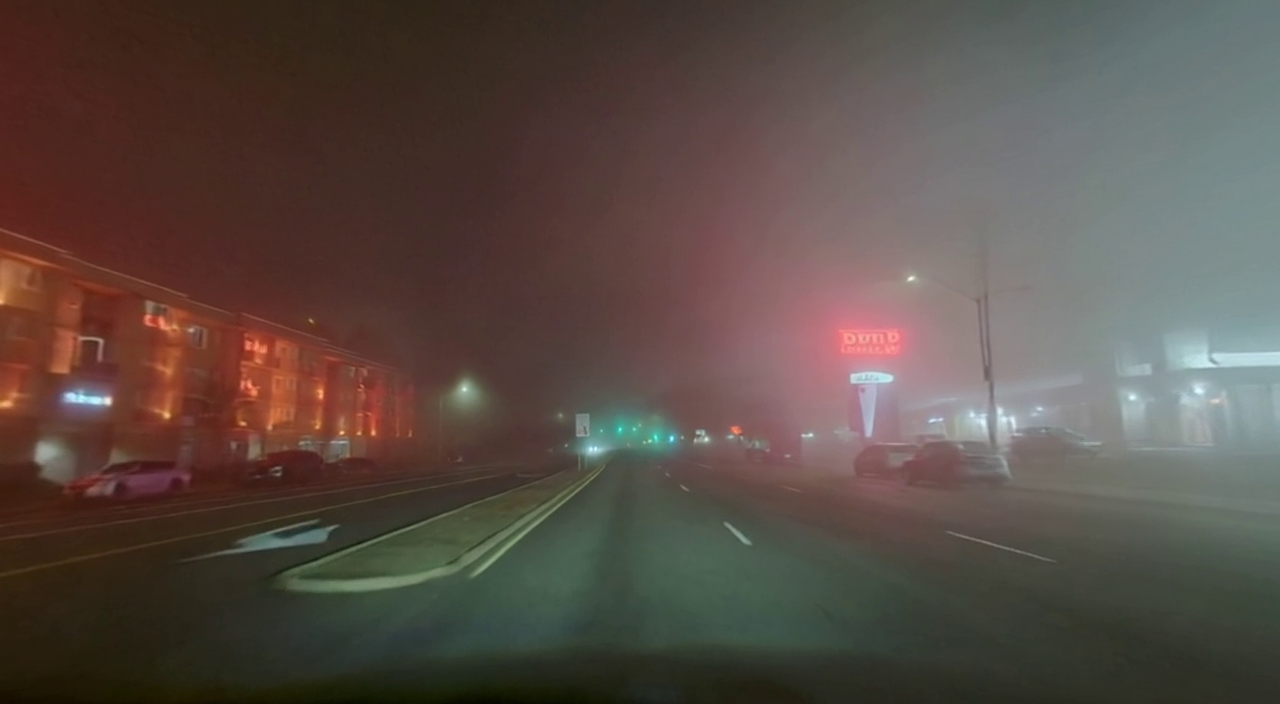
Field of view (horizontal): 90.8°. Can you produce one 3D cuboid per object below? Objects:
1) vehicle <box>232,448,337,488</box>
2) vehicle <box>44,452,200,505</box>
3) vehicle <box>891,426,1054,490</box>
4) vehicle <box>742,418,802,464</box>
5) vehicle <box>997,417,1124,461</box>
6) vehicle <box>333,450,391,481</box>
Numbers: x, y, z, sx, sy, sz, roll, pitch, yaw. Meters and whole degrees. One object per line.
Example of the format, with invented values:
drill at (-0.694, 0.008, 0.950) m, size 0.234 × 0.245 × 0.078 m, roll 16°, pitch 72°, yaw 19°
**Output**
vehicle at (-19.189, 6.239, 34.503) m, size 2.247 × 1.820 × 5.907 m, roll -4°, pitch -8°, yaw 2°
vehicle at (-19.119, 4.633, 23.659) m, size 2.167 × 1.700 × 4.406 m, roll 0°, pitch -8°, yaw -2°
vehicle at (10.048, 3.247, 19.704) m, size 2.183 × 1.698 × 5.010 m, roll 1°, pitch -8°, yaw -2°
vehicle at (9.756, 6.707, 47.514) m, size 2.917 × 3.205 × 6.985 m, roll 0°, pitch -8°, yaw -1°
vehicle at (19.244, 4.050, 29.304) m, size 2.067 × 1.804 × 5.183 m, roll 0°, pitch -8°, yaw -3°
vehicle at (-19.376, 7.882, 44.284) m, size 2.042 × 1.773 × 4.914 m, roll -4°, pitch -8°, yaw -2°
